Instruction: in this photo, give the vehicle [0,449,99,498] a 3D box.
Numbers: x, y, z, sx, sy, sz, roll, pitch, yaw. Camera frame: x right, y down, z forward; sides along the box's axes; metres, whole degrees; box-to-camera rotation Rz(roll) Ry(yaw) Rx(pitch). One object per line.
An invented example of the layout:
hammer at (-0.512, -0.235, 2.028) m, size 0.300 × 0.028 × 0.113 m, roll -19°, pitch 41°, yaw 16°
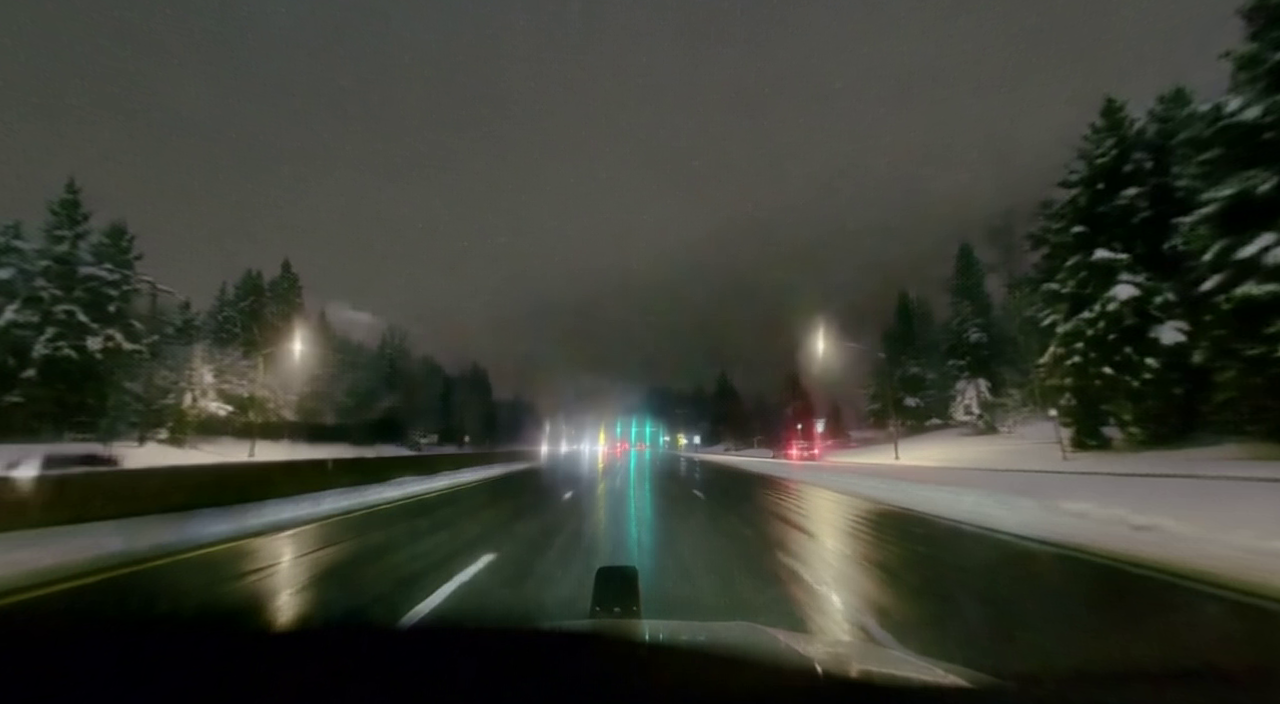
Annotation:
vehicle at (-21.245, 4.042, 21.219) m, size 1.946 × 1.512 × 4.747 m, roll 0°, pitch -9°, yaw 0°
